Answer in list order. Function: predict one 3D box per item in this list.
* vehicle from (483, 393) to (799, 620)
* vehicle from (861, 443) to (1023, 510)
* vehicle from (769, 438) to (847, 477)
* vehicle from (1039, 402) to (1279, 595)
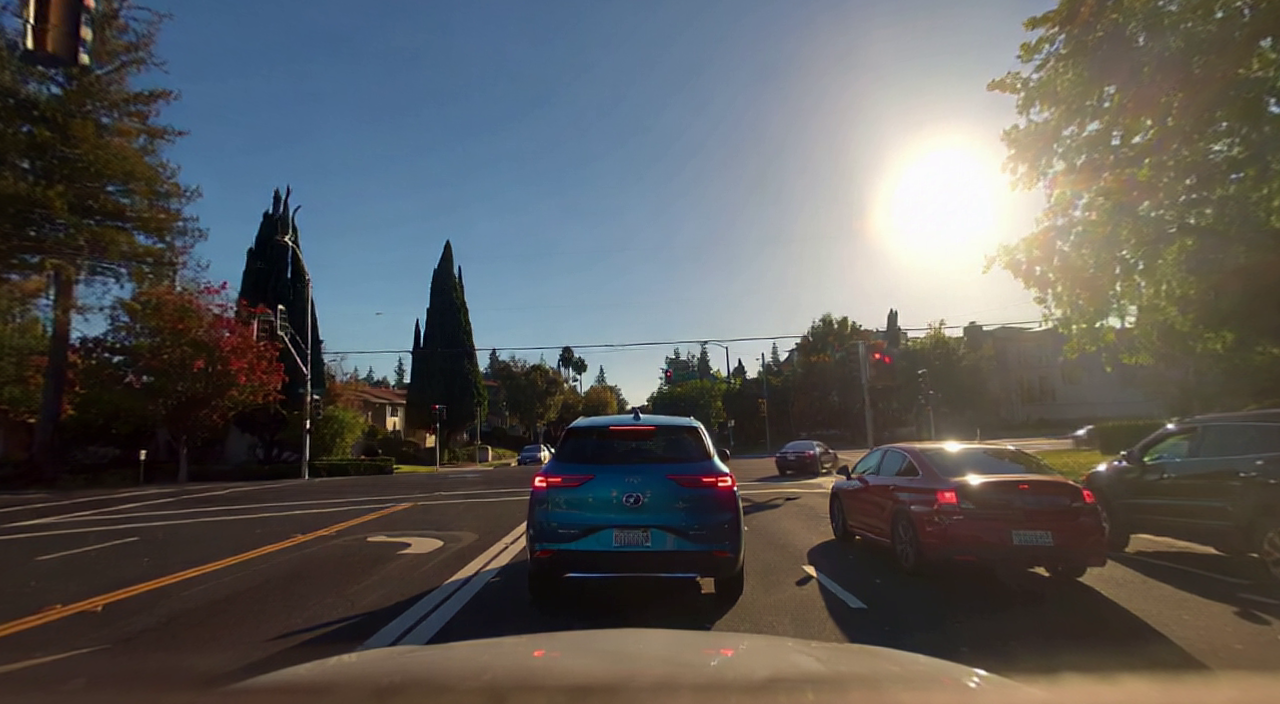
[{"bbox_3d":[0.037,1.461,6.910,2.322,1.667,4.367,0,-8,1],"label":"vehicle"},{"bbox_3d":[7.278,3.008,15.817,1.860,1.436,4.479,0,-8,0],"label":"vehicle"},{"bbox_3d":[7.406,4.549,27.441,2.077,1.527,4.755,-5,-10,30],"label":"vehicle"},{"bbox_3d":[7.016,1.542,7.044,1.989,1.791,4.735,0,-8,0],"label":"vehicle"}]
